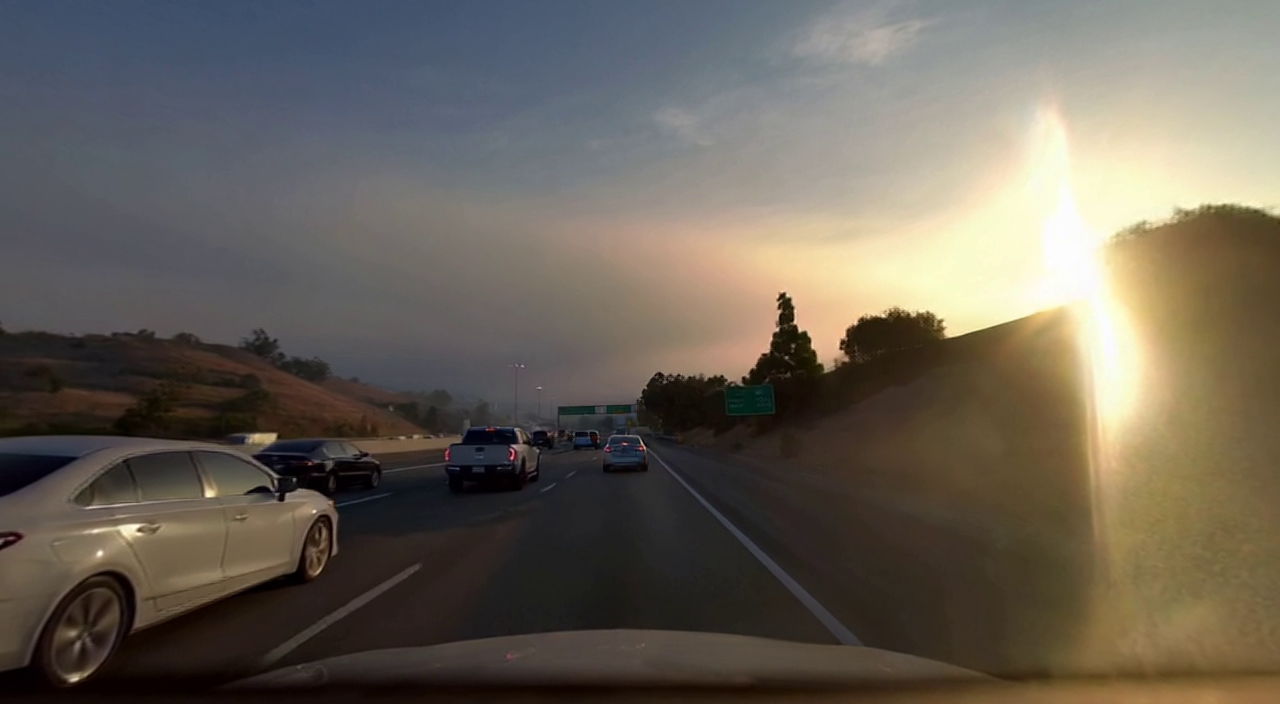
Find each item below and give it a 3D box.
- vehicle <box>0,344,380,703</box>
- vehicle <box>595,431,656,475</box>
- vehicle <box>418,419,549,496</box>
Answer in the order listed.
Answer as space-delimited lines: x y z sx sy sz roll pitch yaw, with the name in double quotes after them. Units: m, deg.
-3.843 1.063 4.495 2.107 1.703 4.274 0 -8 0 "vehicle"
-0.510 3.669 23.062 2.070 1.452 3.834 0 -8 -1 "vehicle"
-3.803 2.657 16.264 2.154 1.690 4.595 0 -8 1 "vehicle"
